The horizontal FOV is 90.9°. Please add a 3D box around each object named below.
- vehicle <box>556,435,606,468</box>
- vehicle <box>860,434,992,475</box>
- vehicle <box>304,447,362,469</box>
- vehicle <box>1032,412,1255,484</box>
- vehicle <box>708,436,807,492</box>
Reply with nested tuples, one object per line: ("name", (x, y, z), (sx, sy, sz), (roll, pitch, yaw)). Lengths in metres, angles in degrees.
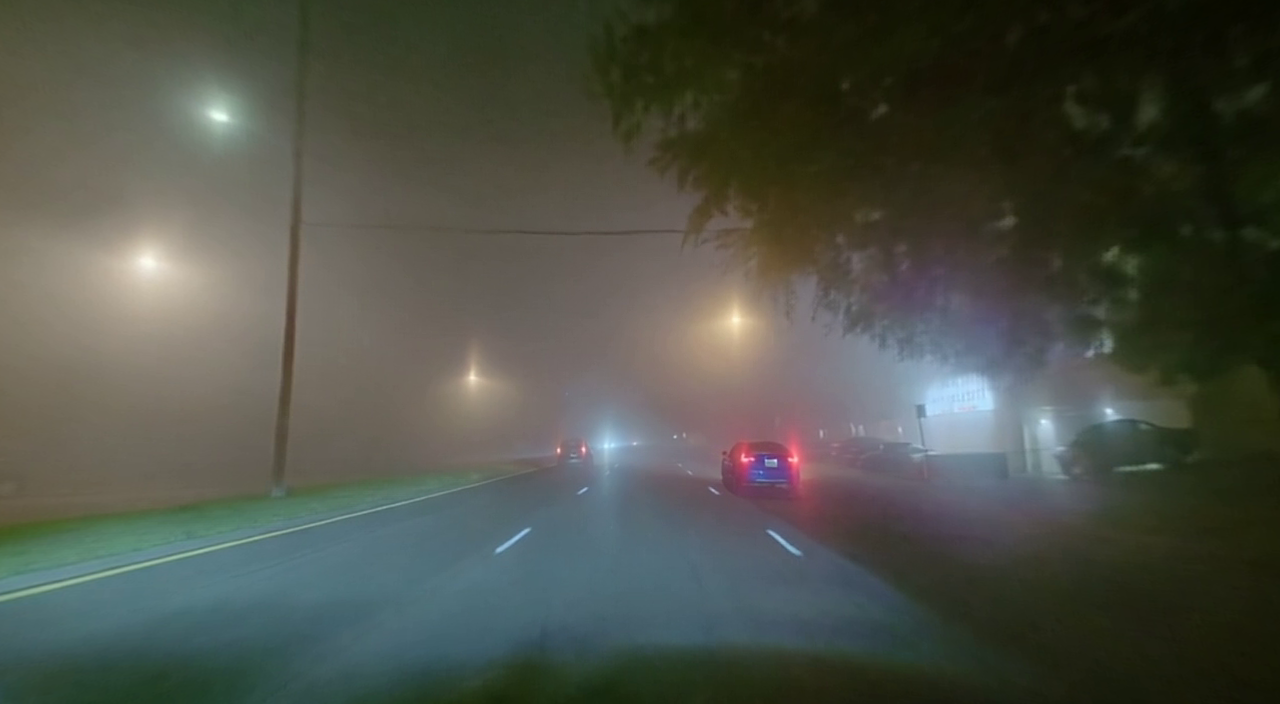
("vehicle", (-3.022, 5.204, 33.193), (2.113, 1.626, 4.129), (0, -8, 2))
("vehicle", (13.769, 4.934, 30.516), (5.342, 1.867, 2.147), (0, -8, -5))
("vehicle", (-21.530, 7.443, 44.379), (1.799, 1.465, 4.390), (0, -8, 2))
("vehicle", (16.731, 3.268, 21.550), (2.160, 2.093, 5.795), (1, -8, -10))
("vehicle", (3.357, 3.296, 18.974), (2.083, 1.474, 4.360), (0, -8, -1))
